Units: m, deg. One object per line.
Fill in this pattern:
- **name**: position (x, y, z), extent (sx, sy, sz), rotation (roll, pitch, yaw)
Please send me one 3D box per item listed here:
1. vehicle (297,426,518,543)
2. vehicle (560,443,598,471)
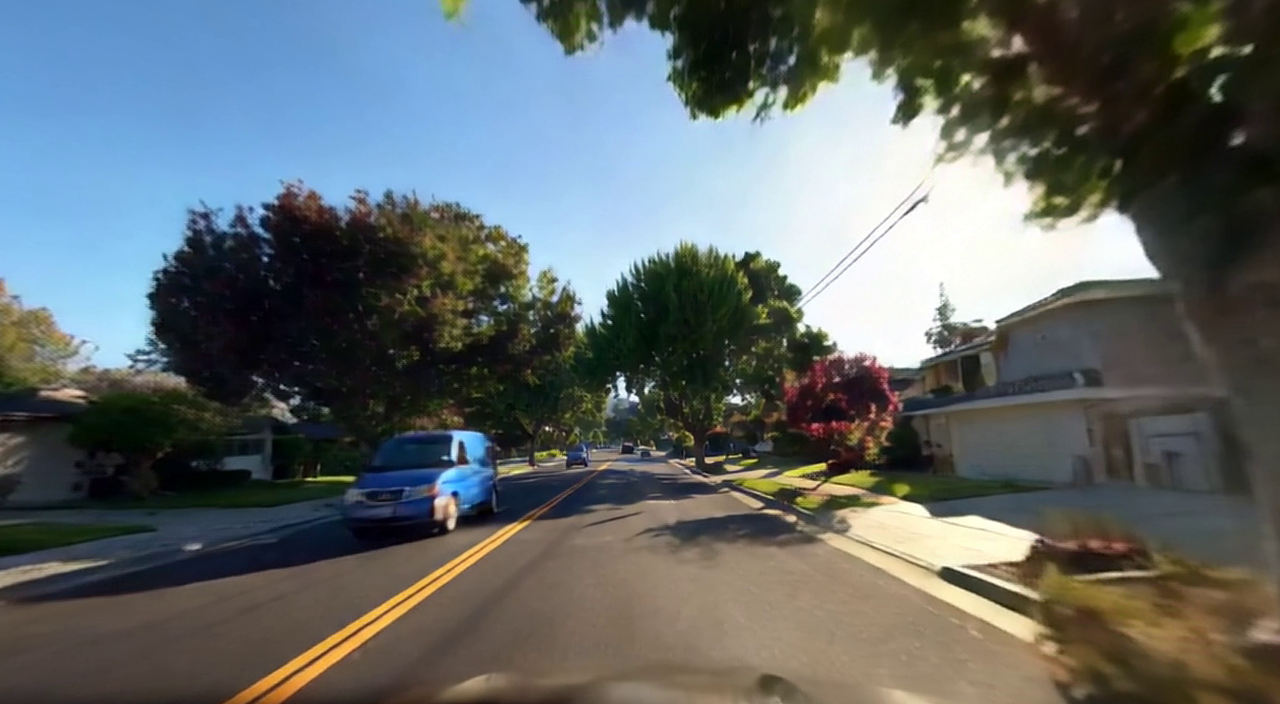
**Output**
- **vehicle**: position (-4.227, 2.521, 12.877), extent (2.303, 1.813, 5.660), rotation (0, -9, 0)
- **vehicle**: position (-4.184, 7.299, 44.082), extent (2.161, 1.798, 4.627), rotation (0, -8, 1)
